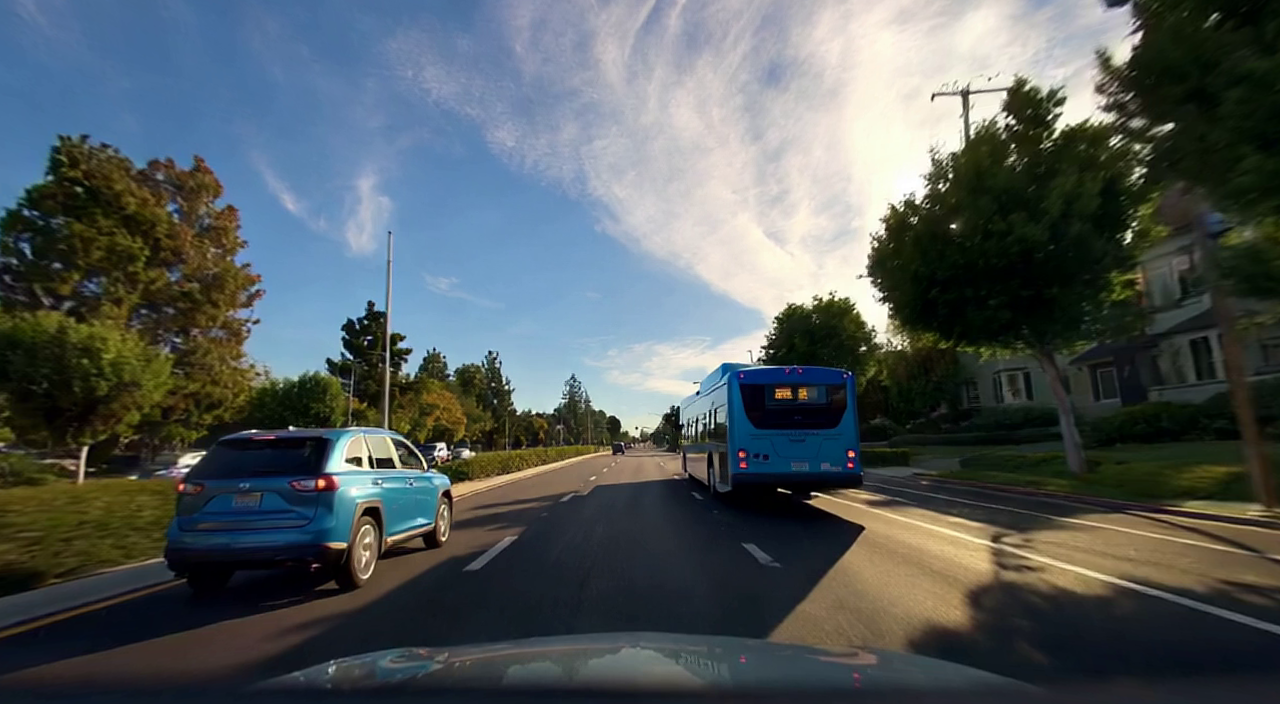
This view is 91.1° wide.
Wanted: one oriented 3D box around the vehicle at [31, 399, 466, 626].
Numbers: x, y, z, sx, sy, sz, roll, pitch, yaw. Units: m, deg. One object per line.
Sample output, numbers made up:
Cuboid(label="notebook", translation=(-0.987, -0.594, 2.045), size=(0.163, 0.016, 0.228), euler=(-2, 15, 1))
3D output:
Cuboid(label="vehicle", translation=(-3.684, 1.574, 7.159), size=(2.111, 1.767, 4.333), euler=(0, -8, 0))

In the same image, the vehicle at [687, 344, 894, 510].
Cuboid(label="vehicle", translation=(3.422, 2.393, 18.804), size=(3.072, 3.278, 12.747), euler=(0, -8, 0))

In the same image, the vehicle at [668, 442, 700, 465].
Cuboid(label="vehicle", translation=(3.068, 7.180, 44.565), size=(1.945, 1.481, 4.263), euler=(0, -8, -1))
